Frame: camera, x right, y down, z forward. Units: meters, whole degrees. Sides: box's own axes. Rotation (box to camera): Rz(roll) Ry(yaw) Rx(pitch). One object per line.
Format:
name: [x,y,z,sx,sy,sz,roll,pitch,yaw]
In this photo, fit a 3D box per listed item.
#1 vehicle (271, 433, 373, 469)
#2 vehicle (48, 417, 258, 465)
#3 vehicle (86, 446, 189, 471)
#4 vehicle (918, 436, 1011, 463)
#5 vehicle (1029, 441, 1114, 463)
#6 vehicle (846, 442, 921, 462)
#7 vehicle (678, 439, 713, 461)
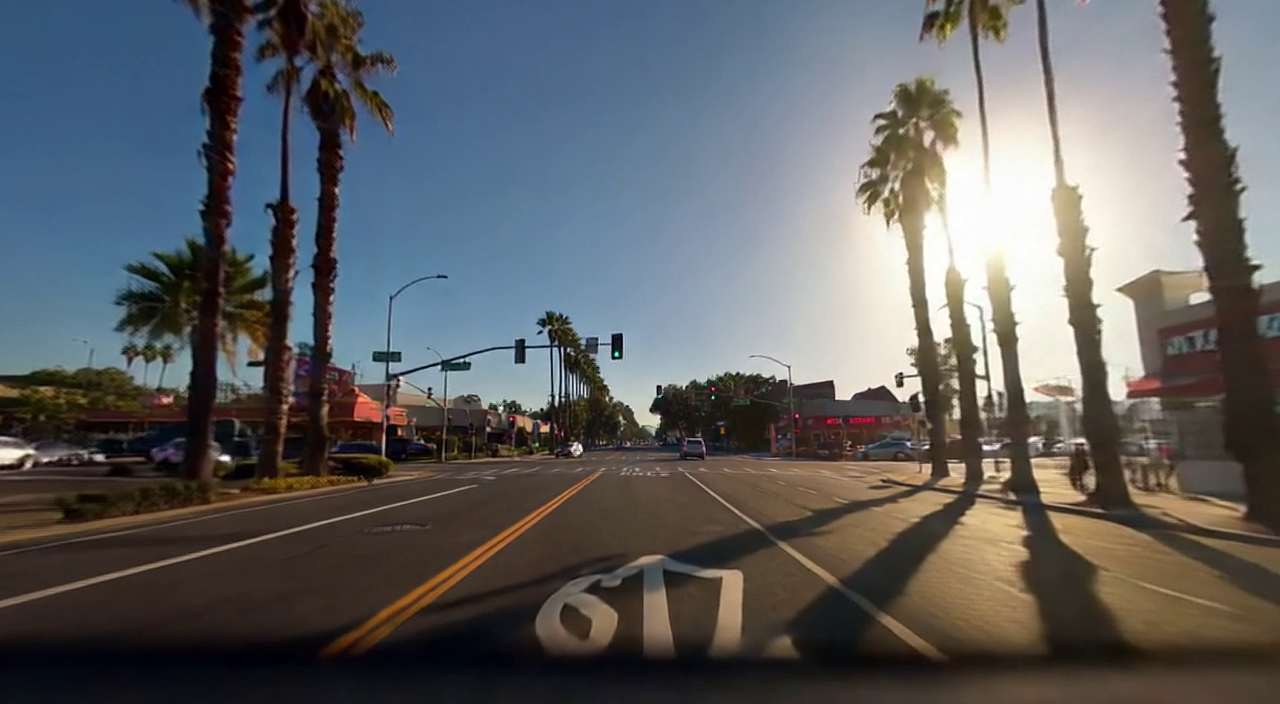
vehicle: [-19.313,6.013,38.376,4.901,2.064,2.296,0,-8,1]
vehicle: [-35.442,6.498,46.163,12.726,3.308,3.114,0,-7,0]
vehicle: [-30.563,6.501,38.360,4.538,1.446,2.028,0,-8,1]
vehicle: [23.405,7.023,45.491,5.509,1.873,2.123,0,-8,-1]
vehicle: [31.270,7.252,45.650,4.701,1.463,1.989,0,-8,-2]
vehicle: [18.933,7.774,49.108,4.977,1.508,1.948,0,-8,0]
vehicle: [3.975,7.082,45.645,2.065,1.507,4.225,0,-8,-1]
